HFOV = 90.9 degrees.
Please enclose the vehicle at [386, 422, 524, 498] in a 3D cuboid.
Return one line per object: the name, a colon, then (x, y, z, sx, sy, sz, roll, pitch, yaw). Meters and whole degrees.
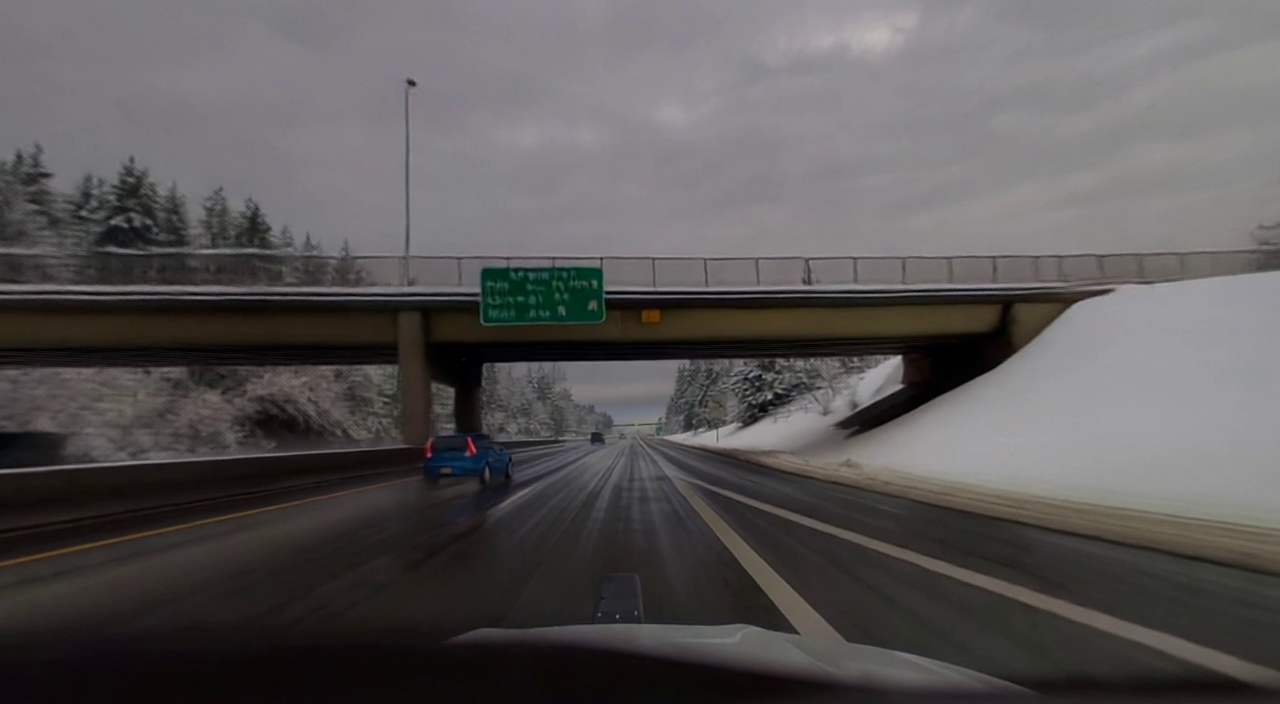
vehicle: (-4.431, 2.632, 15.939, 2.086, 1.624, 4.607, 0, -8, 0)
